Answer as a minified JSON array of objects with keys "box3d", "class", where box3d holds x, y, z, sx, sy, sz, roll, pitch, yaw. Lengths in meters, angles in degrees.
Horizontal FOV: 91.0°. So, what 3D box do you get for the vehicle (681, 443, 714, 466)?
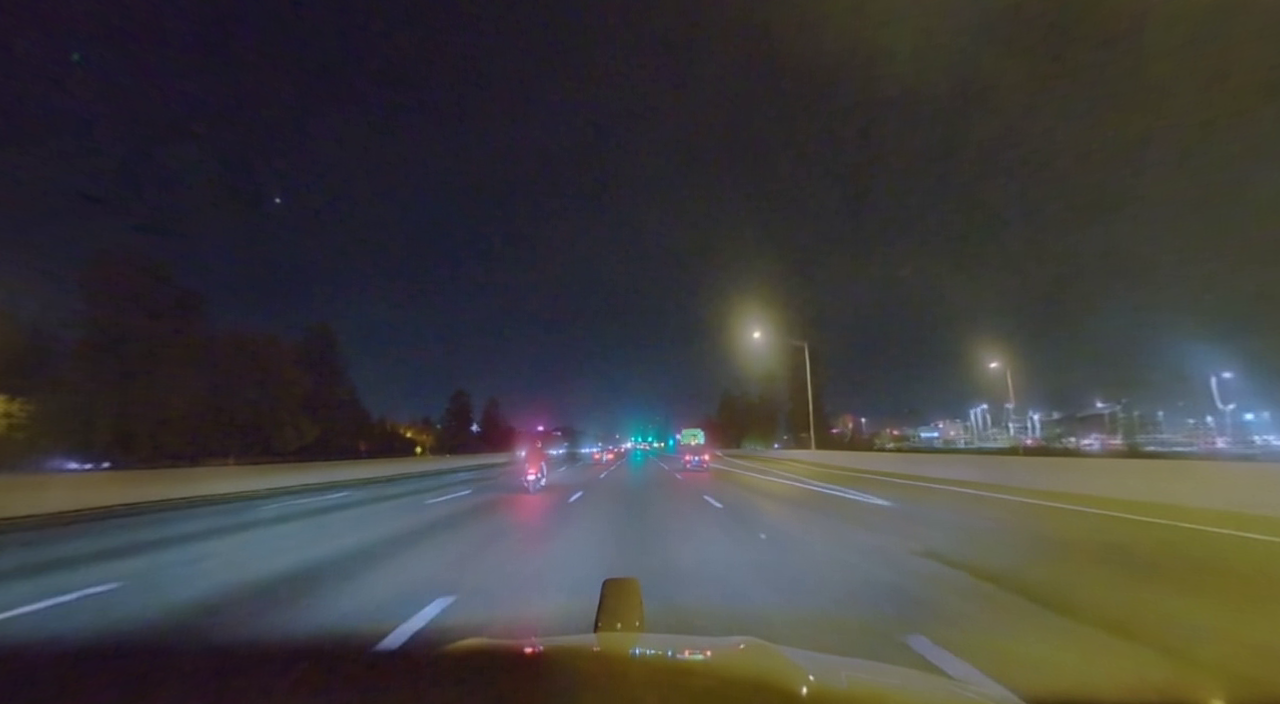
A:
[{"box3d":[4.334,7.792,48.024,2.047,1.662,4.243,0,-9,-1],"class":"vehicle"}]
